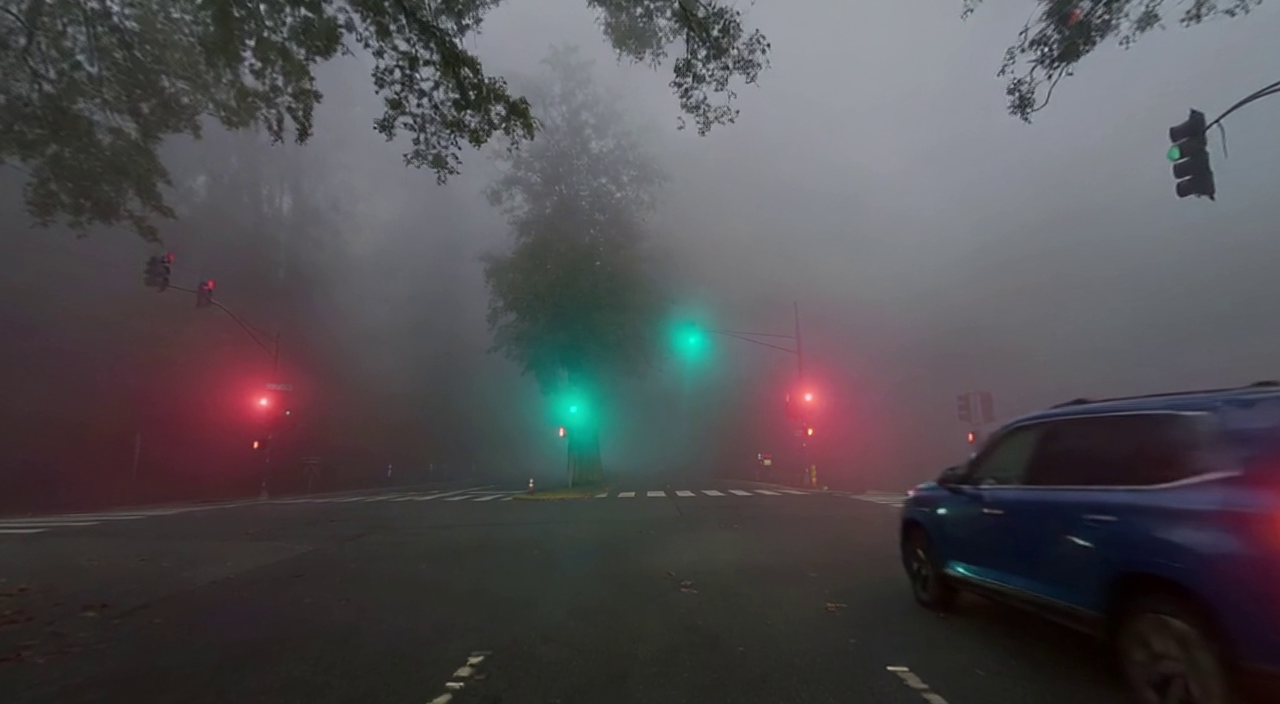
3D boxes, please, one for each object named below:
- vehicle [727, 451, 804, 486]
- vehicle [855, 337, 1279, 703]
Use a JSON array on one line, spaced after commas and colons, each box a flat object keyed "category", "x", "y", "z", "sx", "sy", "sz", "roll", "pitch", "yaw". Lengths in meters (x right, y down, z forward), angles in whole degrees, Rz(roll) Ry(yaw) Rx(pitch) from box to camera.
[{"category": "vehicle", "x": 8.844, "y": 8.261, "z": 45.426, "sx": 2.771, "sy": 2.214, "sz": 7.159, "roll": 2, "pitch": -9, "yaw": -12}, {"category": "vehicle", "x": 3.205, "y": 1.019, "z": 3.691, "sx": 2.140, "sy": 1.655, "sz": 4.786, "roll": 0, "pitch": -8, "yaw": -1}]
